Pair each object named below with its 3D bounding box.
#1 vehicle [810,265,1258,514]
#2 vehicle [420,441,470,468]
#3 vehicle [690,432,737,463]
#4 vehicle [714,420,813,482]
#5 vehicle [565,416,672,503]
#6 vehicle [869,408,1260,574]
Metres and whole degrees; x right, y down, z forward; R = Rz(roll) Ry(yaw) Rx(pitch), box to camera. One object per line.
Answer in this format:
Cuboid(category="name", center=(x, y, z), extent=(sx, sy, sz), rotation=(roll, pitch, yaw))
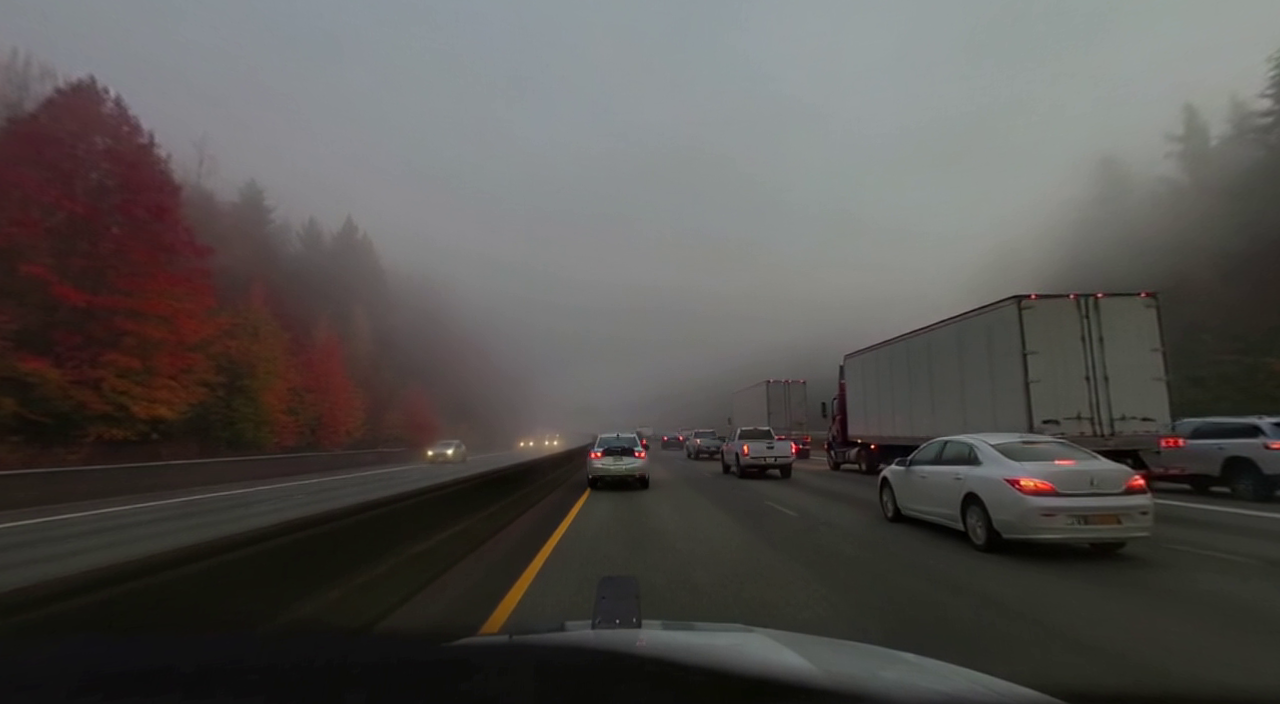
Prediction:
Cuboid(category="vehicle", center=(8.317, 1.512, 17.355), extent=(2.908, 4.099, 14.103), rotation=(0, -8, -2))
Cuboid(category="vehicle", center=(-11.947, 6.285, 38.714), extent=(1.874, 1.504, 3.847), rotation=(0, -8, 0))
Cuboid(category="vehicle", center=(3.751, 4.948, 32.790), extent=(1.865, 1.471, 3.916), rotation=(0, -8, -2))
Cuboid(category="vehicle", center=(3.677, 3.032, 19.531), extent=(2.147, 1.707, 3.963), rotation=(0, -8, -2))
Cuboid(category="vehicle", center=(-0.453, 2.419, 14.687), extent=(2.087, 1.709, 4.455), rotation=(0, -8, -1))
Cuboid(category="vehicle", center=(4.703, 1.565, 7.934), extent=(2.040, 1.523, 4.068), rotation=(0, -8, -1))
